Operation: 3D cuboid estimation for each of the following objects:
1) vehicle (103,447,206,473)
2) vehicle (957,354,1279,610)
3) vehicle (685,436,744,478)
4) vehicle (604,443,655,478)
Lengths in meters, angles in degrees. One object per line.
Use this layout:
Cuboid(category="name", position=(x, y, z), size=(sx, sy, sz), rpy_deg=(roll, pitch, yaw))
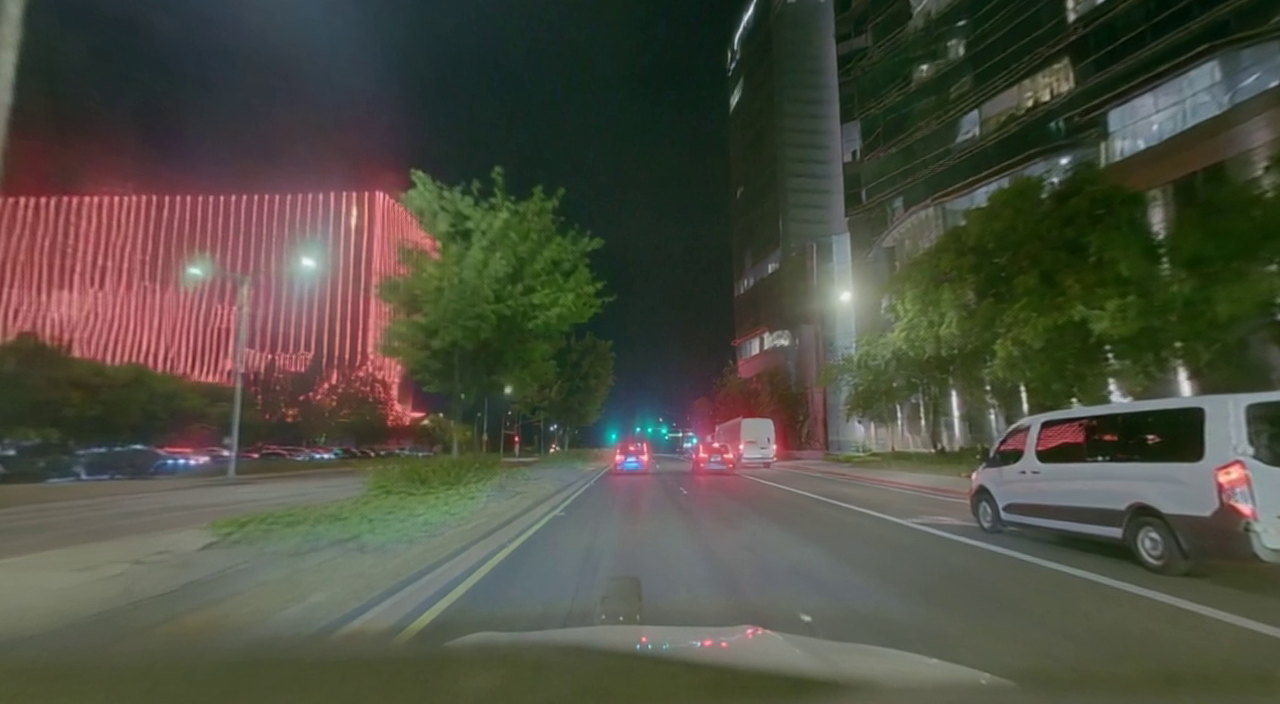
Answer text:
Cuboid(category="vehicle", position=(-29.742, 6.620, 38.754), size=(4.761, 1.522, 1.968), rpy_deg=(-1, -10, 3))
Cuboid(category="vehicle", position=(6.639, 1.450, 7.744), size=(2.573, 2.127, 5.568), rpy_deg=(0, -8, 0))
Cuboid(category="vehicle", position=(3.238, 4.665, 28.235), size=(2.047, 1.711, 4.265), rpy_deg=(0, -8, -1))
Cuboid(category="vehicle", position=(-0.465, 4.790, 28.198), size=(2.095, 1.456, 3.873), rpy_deg=(0, -8, -1))
